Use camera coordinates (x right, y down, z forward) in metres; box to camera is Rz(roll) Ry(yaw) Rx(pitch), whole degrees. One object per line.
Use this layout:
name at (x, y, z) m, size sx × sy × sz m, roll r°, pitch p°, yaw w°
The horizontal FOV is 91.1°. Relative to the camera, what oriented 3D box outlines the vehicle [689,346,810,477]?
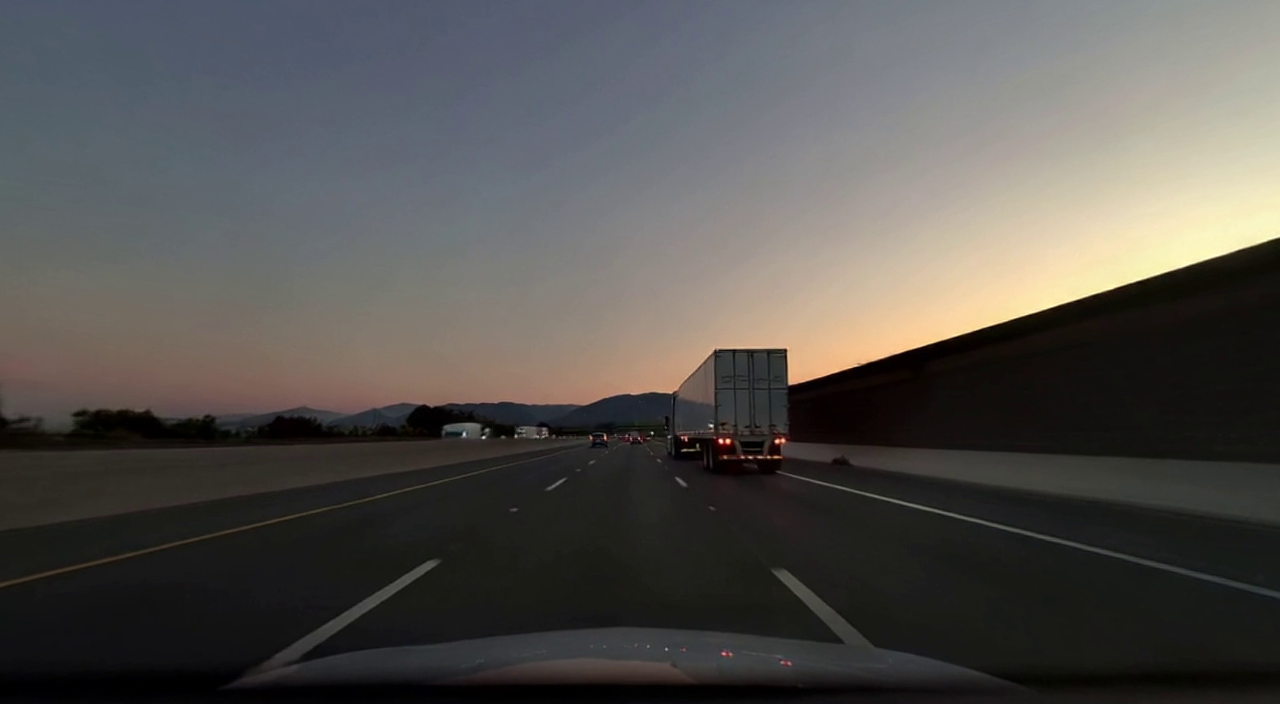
vehicle at (3.660, 2.349, 23.438) m, size 2.859 × 3.981 × 8.596 m, roll 0°, pitch -8°, yaw -1°
